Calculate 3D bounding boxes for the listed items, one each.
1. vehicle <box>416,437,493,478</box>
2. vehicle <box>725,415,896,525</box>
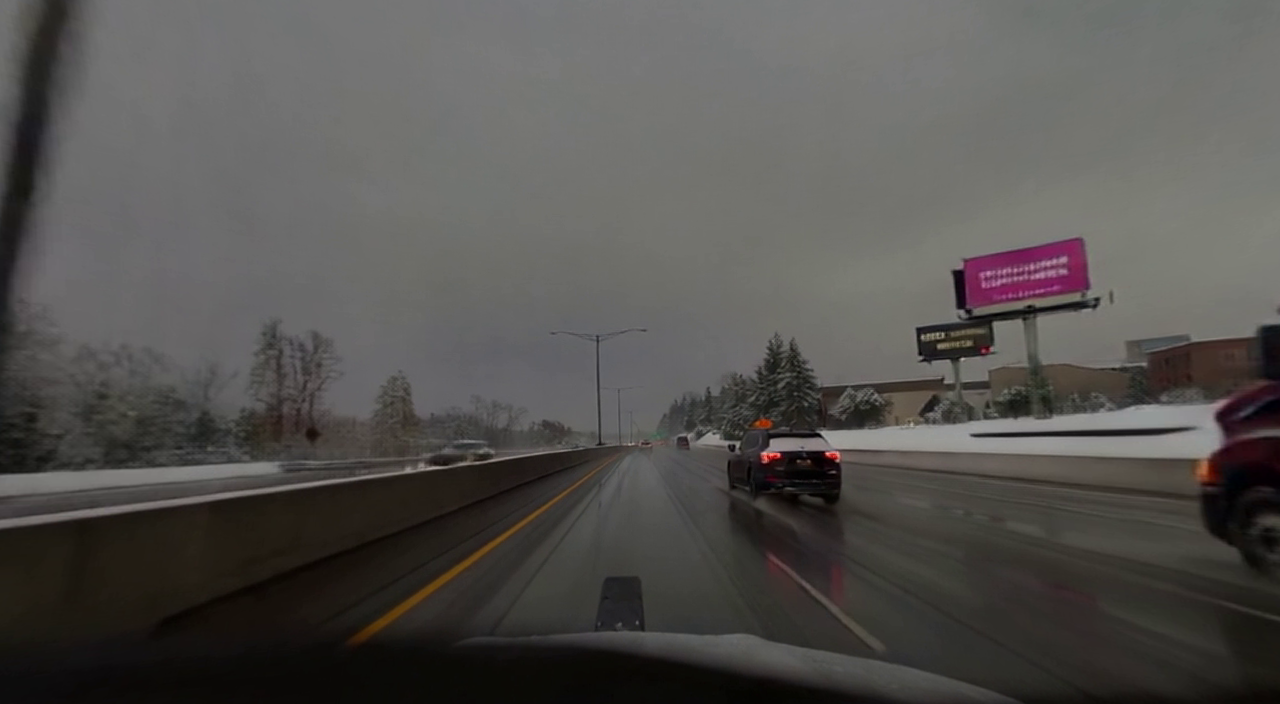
[{"bbox_3d":[-7.281,4.158,25.157,1.945,1.473,3.701,0,-8,0],"label":"vehicle"},{"bbox_3d":[2.975,2.182,12.164,1.973,1.710,4.476,0,-8,-1],"label":"vehicle"}]
